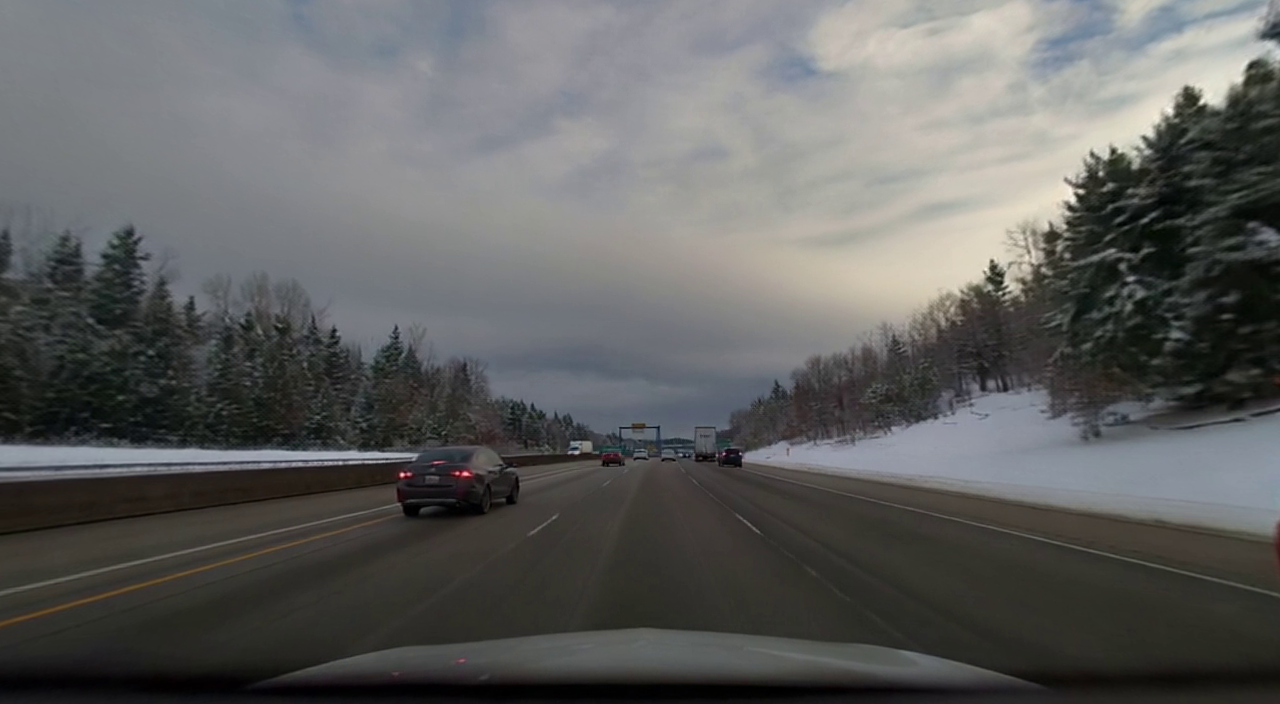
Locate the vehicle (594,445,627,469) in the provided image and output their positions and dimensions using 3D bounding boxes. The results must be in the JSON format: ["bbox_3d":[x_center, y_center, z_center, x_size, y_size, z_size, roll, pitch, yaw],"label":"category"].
[{"bbox_3d":[-2.135,7.796,47.047,2.017,1.683,4.309,0,-9,3],"label":"vehicle"}]

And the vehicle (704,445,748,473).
[{"bbox_3d":[5.077,6.386,37.711,2.176,1.598,3.878,0,-9,1],"label":"vehicle"}]

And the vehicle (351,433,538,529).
[{"bbox_3d":[-3.535,2.455,12.572,2.085,1.530,4.809,0,-9,1],"label":"vehicle"}]
